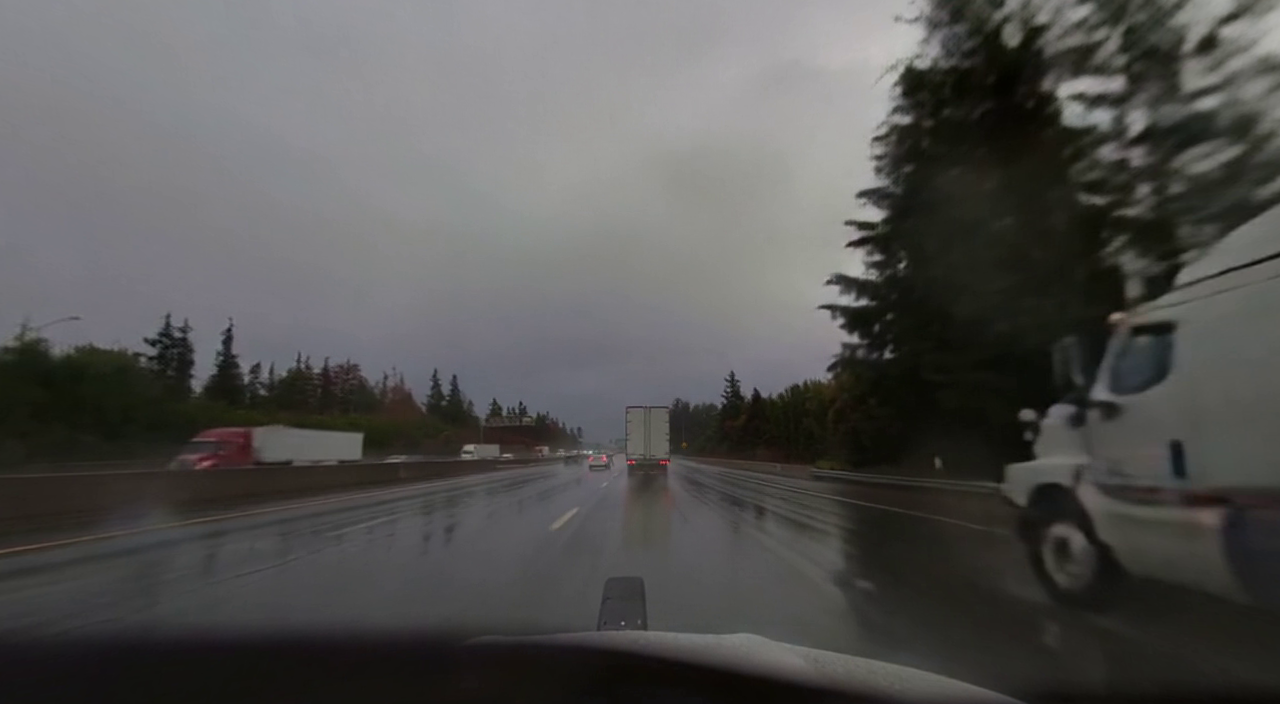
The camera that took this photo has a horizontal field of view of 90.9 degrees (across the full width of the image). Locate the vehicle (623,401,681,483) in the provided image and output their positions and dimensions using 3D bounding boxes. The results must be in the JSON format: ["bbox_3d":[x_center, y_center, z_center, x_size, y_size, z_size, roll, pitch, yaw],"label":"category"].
[{"bbox_3d":[0.476,5.470,37.670,2.875,4.056,12.312,0,-9,-1],"label":"vehicle"}]

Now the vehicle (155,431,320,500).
[{"bbox_3d":[-18.310,5.216,29.429,2.845,2.784,7.224,0,-9,1],"label":"vehicle"}]

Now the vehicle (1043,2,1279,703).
[{"bbox_3d":[4.633,-0.285,0.646,2.874,3.635,8.115,0,-9,-1],"label":"vehicle"}]

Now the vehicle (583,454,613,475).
[{"bbox_3d":[-3.271,8.835,49.582,2.061,1.555,3.900,0,-9,0],"label":"vehicle"}]

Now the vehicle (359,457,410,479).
[{"bbox_3d":[-18.500,8.416,45.837,1.810,1.486,4.269,0,-9,1],"label":"vehicle"}]
